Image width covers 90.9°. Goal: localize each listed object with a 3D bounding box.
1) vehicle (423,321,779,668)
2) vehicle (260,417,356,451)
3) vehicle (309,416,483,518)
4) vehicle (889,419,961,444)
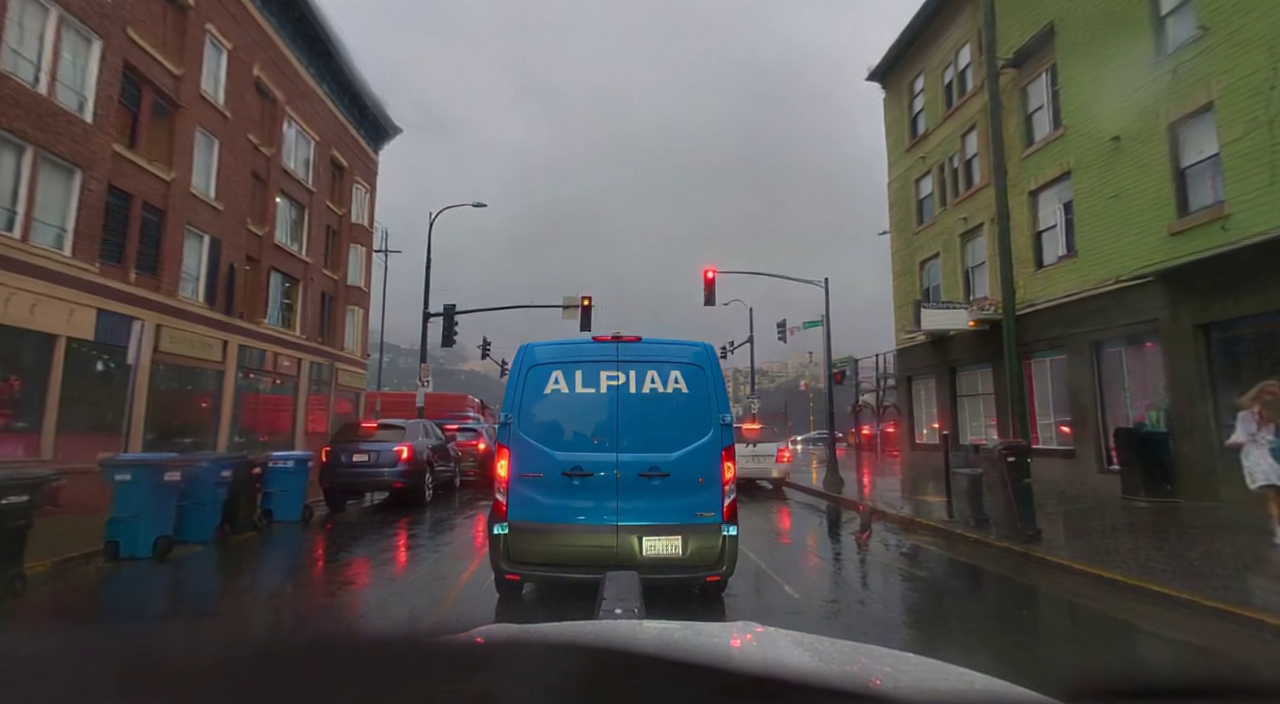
[{"bbox_3d":[-0.326,1.059,5.701,1.951,1.907,4.266,0,-8,-3],"label":"vehicle"},{"bbox_3d":[-15.850,3.937,30.267,3.713,1.571,1.751,2,-8,-16],"label":"vehicle"},{"bbox_3d":[-3.956,1.893,10.870,1.841,1.461,3.426,1,-8,-5],"label":"vehicle"},{"bbox_3d":[16.102,4.504,35.660,3.381,1.391,1.529,1,-8,-11],"label":"vehicle"}]
